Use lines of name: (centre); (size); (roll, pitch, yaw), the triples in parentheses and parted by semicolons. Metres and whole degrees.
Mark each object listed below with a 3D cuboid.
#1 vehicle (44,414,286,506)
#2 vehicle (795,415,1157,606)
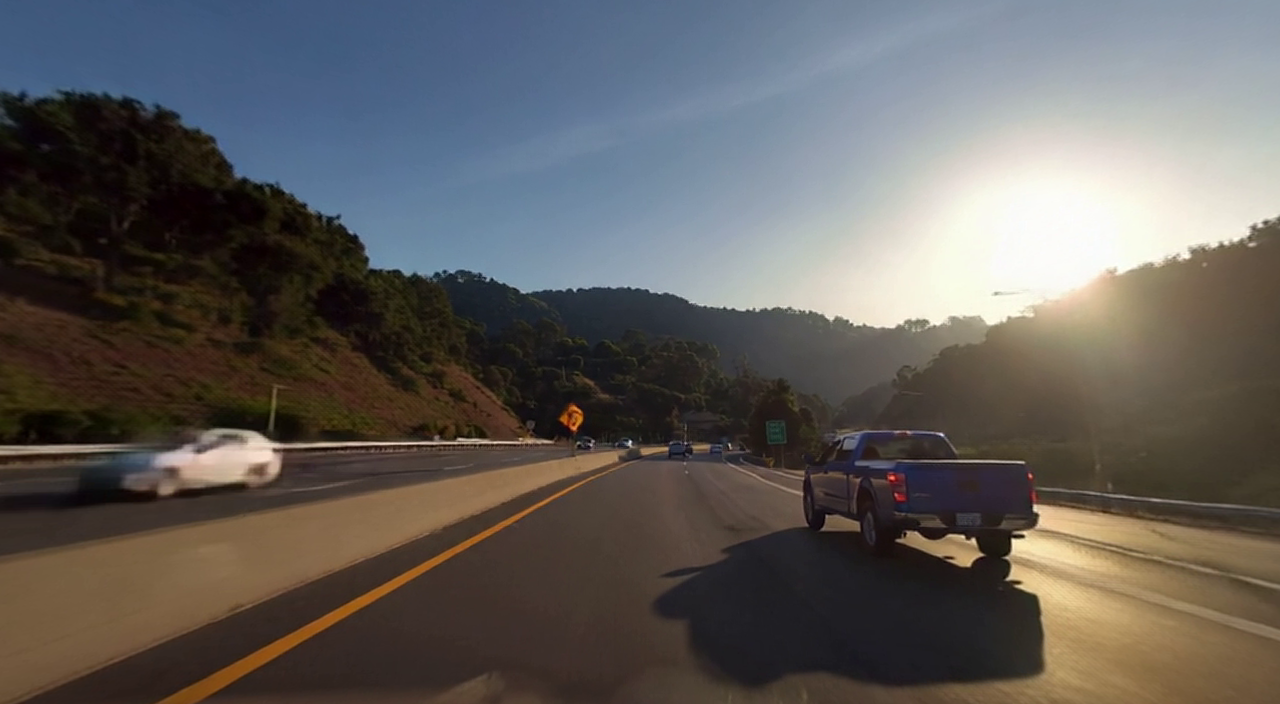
vehicle: (-10.274, 2.383, 14.234); (2.011, 1.723, 4.375); (0, -9, 0)
vehicle: (3.679, 1.812, 8.241); (2.151, 1.744, 4.709); (0, -9, 1)
